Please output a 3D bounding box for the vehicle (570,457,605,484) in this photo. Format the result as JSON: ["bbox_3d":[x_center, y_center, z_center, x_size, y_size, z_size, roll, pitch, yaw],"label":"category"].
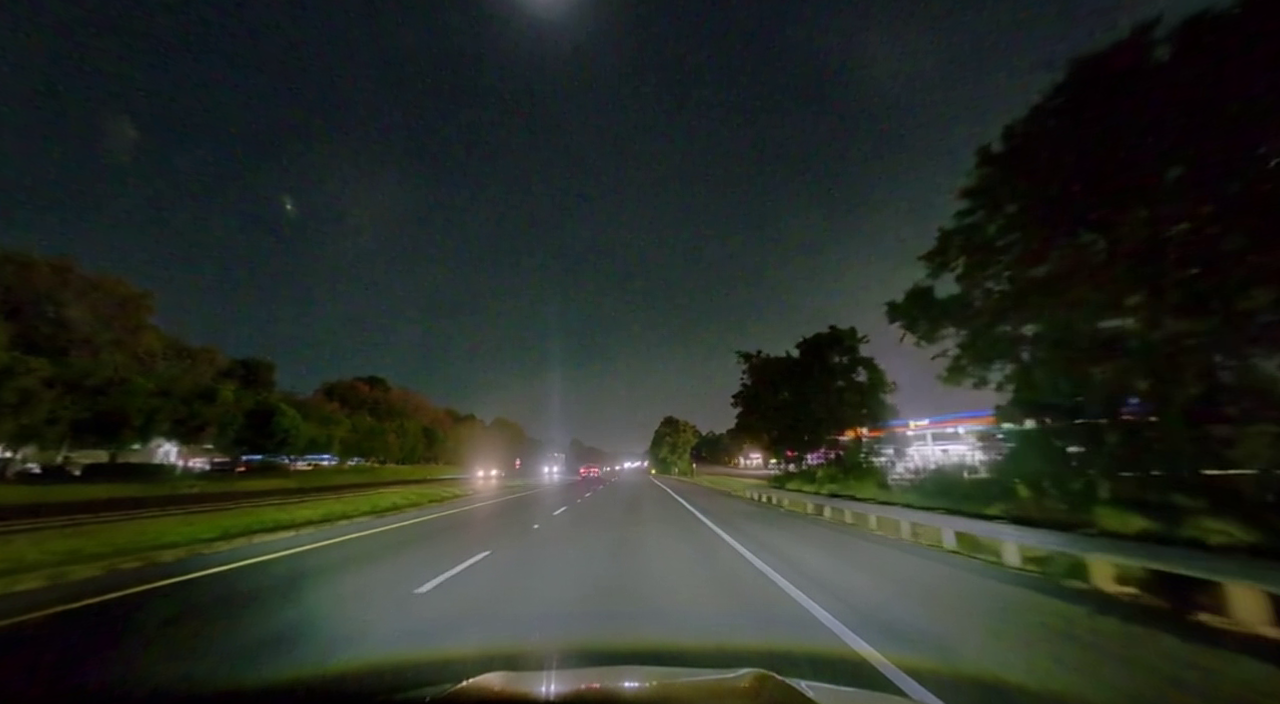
[{"bbox_3d":[-3.964,9.052,48.071,2.166,1.871,4.536,1,-10,1],"label":"vehicle"}]
